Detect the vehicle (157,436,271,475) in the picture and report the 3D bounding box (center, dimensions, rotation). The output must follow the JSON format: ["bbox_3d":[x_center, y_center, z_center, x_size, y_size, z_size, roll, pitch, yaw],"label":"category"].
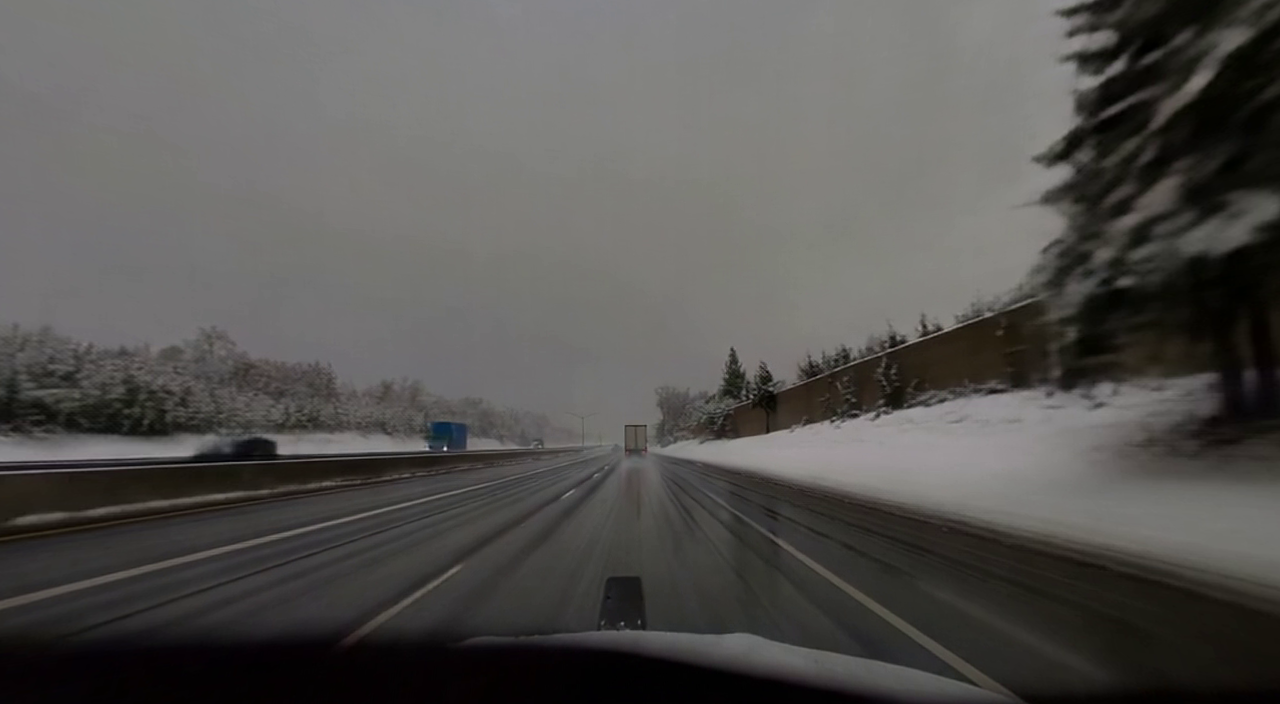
[{"bbox_3d":[-19.299,4.706,28.845,1.957,1.627,4.639,0,-9,0],"label":"vehicle"}]
